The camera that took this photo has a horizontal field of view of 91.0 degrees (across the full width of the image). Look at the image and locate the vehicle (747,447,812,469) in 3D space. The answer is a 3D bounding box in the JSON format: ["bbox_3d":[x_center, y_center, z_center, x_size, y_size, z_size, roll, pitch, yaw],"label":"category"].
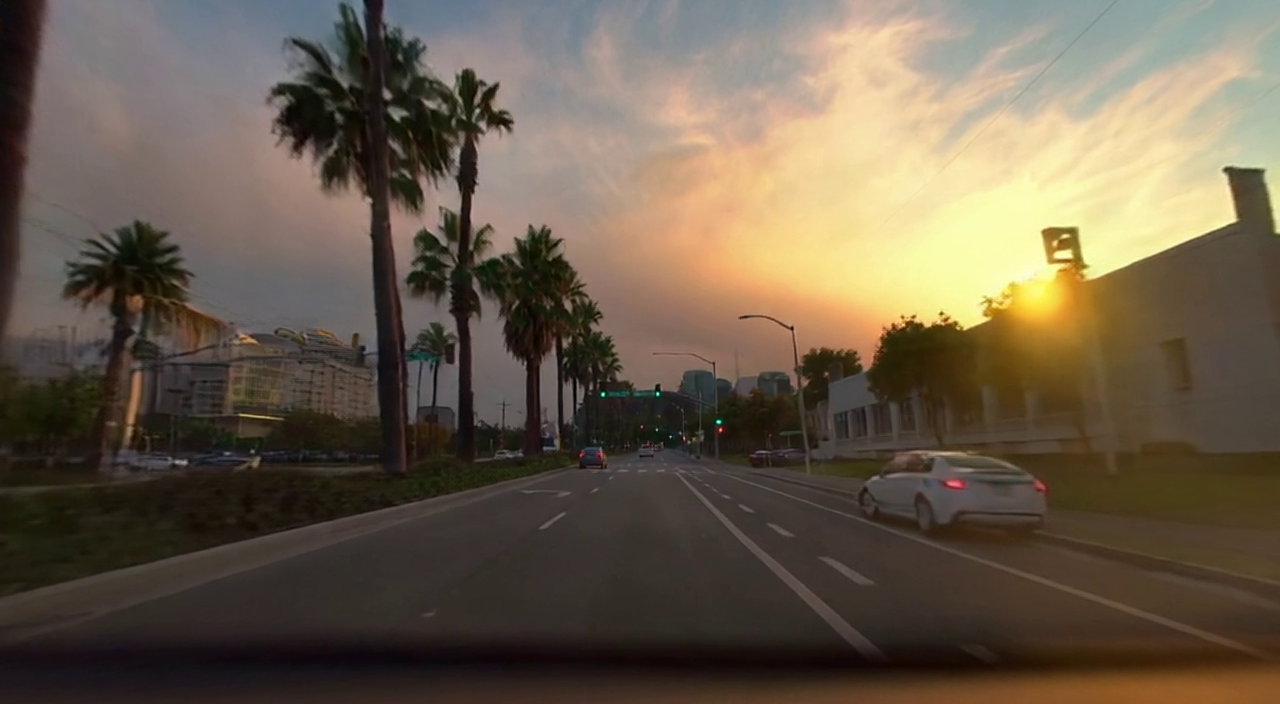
[{"bbox_3d":[10.270,7.825,46.667,4.509,1.520,1.952,-1,-9,9],"label":"vehicle"}]

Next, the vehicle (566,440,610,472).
[{"bbox_3d":[-3.077,6.330,38.408,2.116,1.806,4.516,0,-9,2],"label":"vehicle"}]

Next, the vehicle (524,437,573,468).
[{"bbox_3d":[-6.479,7.211,45.390,2.457,2.010,6.330,0,-9,1],"label":"vehicle"}]

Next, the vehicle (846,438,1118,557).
[{"bbox_3d":[5.112,2.207,10.261,1.994,1.507,4.173,1,-9,-1],"label":"vehicle"}]
